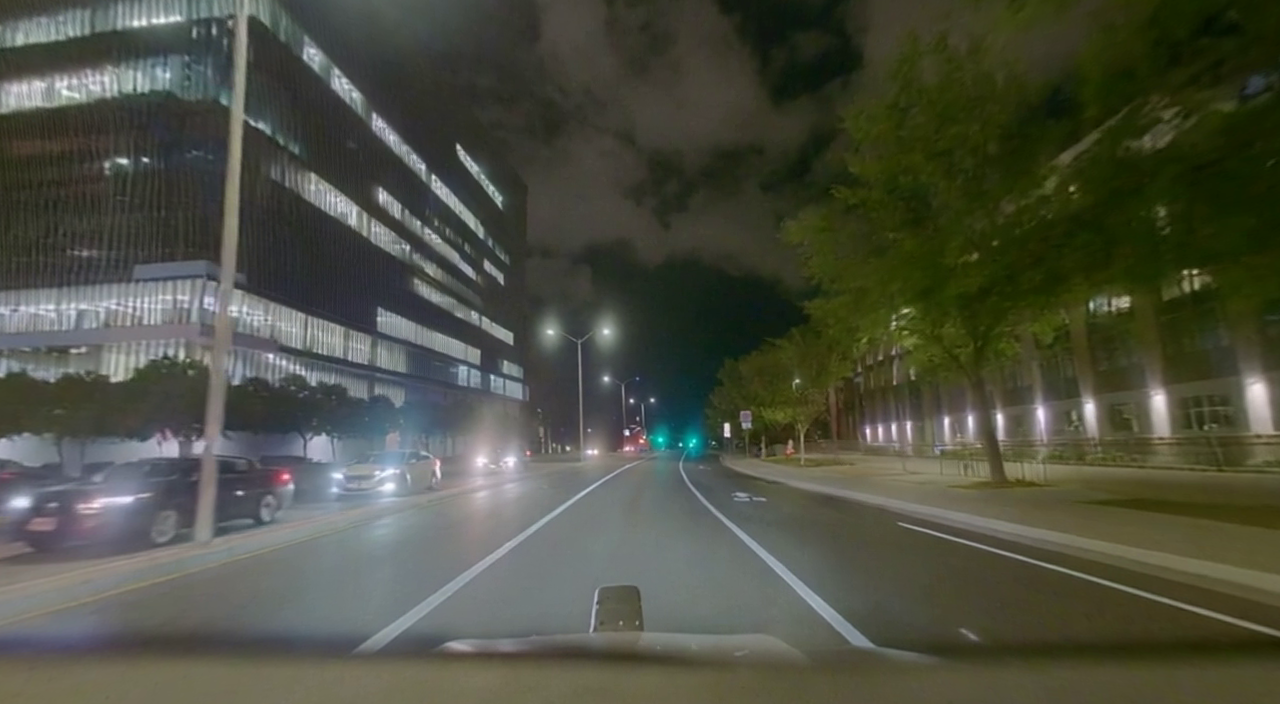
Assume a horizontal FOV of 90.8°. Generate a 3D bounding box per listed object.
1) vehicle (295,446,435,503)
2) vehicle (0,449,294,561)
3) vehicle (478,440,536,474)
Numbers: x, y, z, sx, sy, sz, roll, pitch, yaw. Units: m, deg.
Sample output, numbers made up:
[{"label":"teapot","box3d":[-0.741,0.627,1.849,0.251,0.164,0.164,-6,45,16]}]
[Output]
[{"label":"vehicle","box3d":[-8.089,3.608,19.196,1.983,1.486,4.707,0,-8,2]},{"label":"vehicle","box3d":[-8.257,2.429,10.906,1.845,1.456,4.616,0,-8,1]},{"label":"vehicle","box3d":[-7.333,5.819,35.217,1.988,1.755,4.568,0,-8,3]}]
